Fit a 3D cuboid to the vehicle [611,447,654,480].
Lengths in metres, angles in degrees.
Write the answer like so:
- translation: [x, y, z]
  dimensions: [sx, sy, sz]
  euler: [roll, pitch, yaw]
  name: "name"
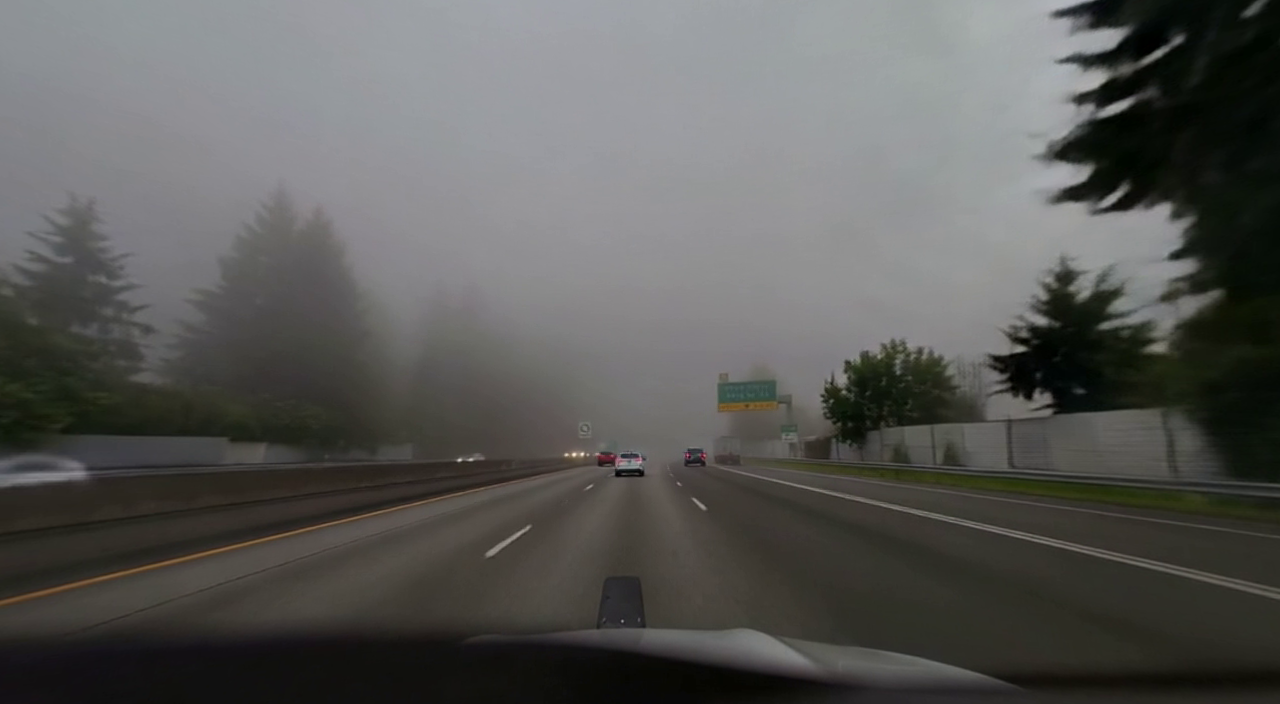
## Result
- translation: [-0.333, 5.587, 31.872]
  dimensions: [2.035, 1.513, 4.272]
  euler: [0, -9, 1]
  name: "vehicle"
